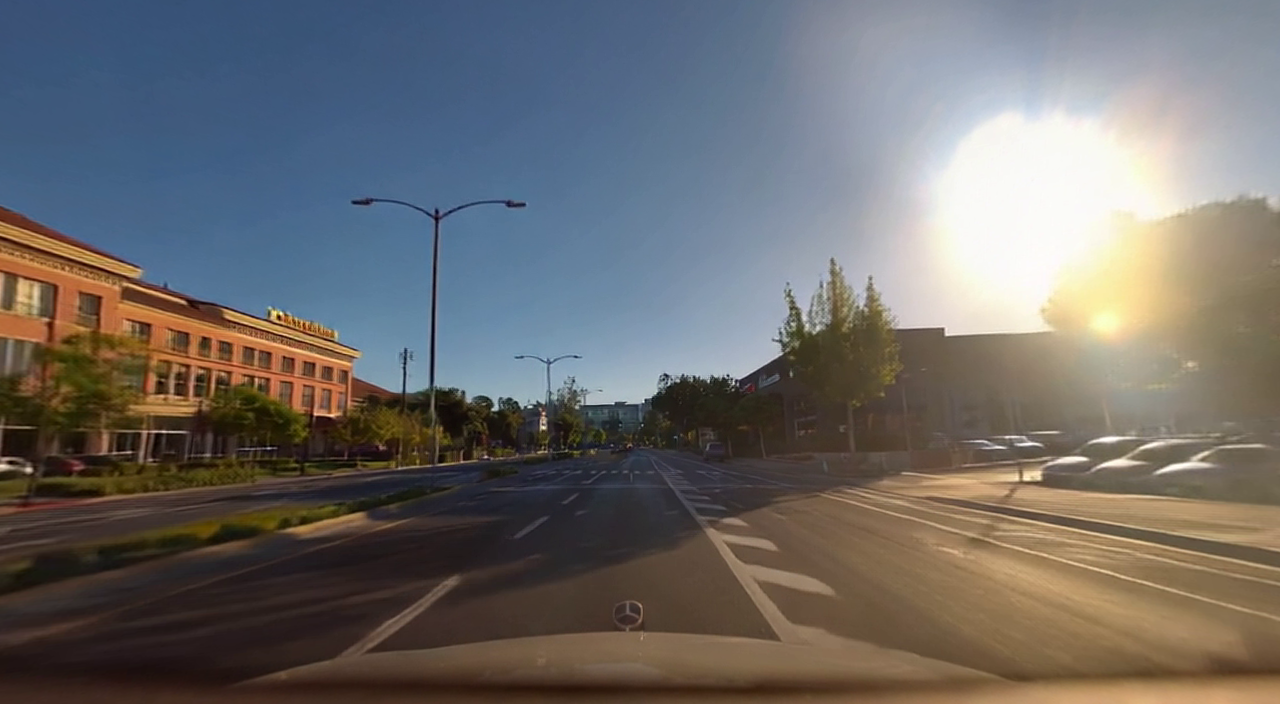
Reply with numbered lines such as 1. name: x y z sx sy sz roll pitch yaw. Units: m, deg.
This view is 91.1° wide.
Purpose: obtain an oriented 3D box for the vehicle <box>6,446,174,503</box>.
1. vehicle: -19.939 4.415 23.115 2.043 1.827 4.547 -1 -9 0

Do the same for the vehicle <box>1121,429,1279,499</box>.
1. vehicle: 16.535 3.169 18.106 4.543 1.768 2.234 4 -9 -26

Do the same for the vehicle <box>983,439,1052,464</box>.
1. vehicle: 25.951 6.827 43.356 1.908 1.617 4.452 0 -9 -2

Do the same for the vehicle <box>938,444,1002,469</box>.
1. vehicle: 23.041 7.280 44.034 2.025 1.586 4.486 0 -8 1

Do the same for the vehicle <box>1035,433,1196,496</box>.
1. vehicle: 15.975 3.703 21.101 4.804 1.890 2.247 4 -10 -26
